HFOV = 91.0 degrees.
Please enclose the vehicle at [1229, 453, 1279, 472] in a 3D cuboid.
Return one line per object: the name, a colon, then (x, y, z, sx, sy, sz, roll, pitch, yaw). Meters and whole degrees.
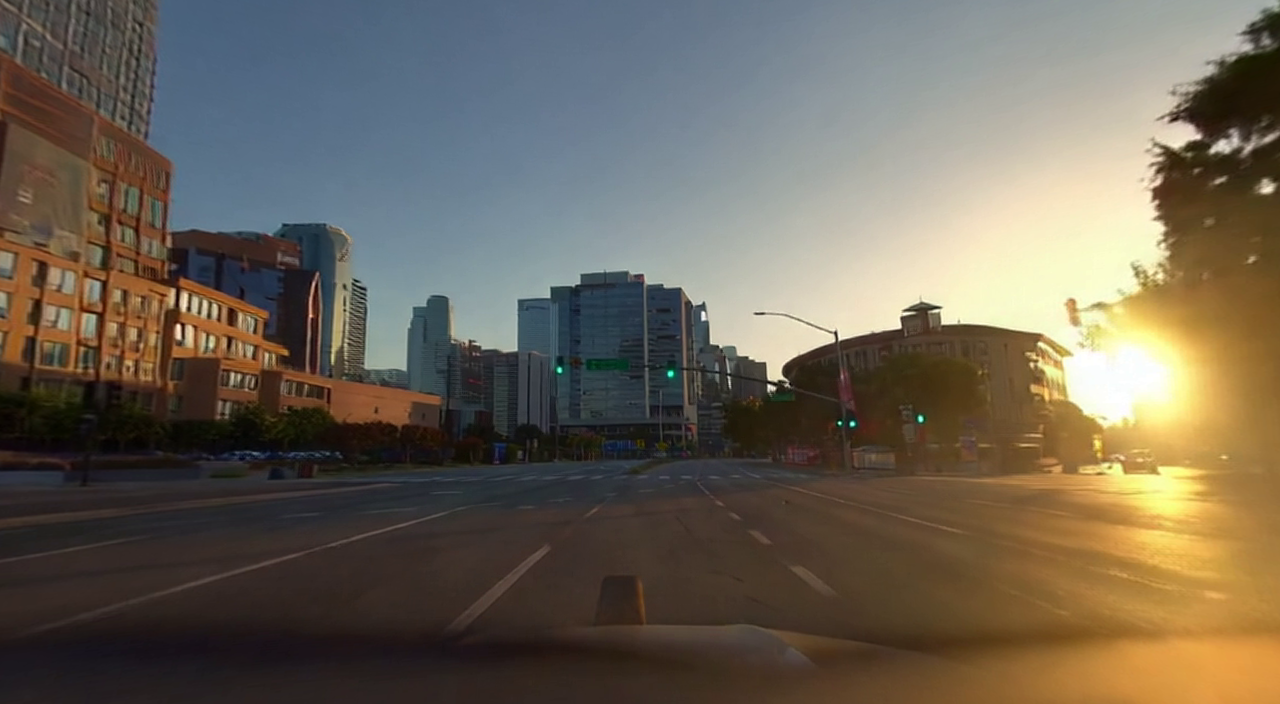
vehicle: (48.631, 8.637, 49.473, 4.341, 1.400, 1.849, 4, -10, -27)
